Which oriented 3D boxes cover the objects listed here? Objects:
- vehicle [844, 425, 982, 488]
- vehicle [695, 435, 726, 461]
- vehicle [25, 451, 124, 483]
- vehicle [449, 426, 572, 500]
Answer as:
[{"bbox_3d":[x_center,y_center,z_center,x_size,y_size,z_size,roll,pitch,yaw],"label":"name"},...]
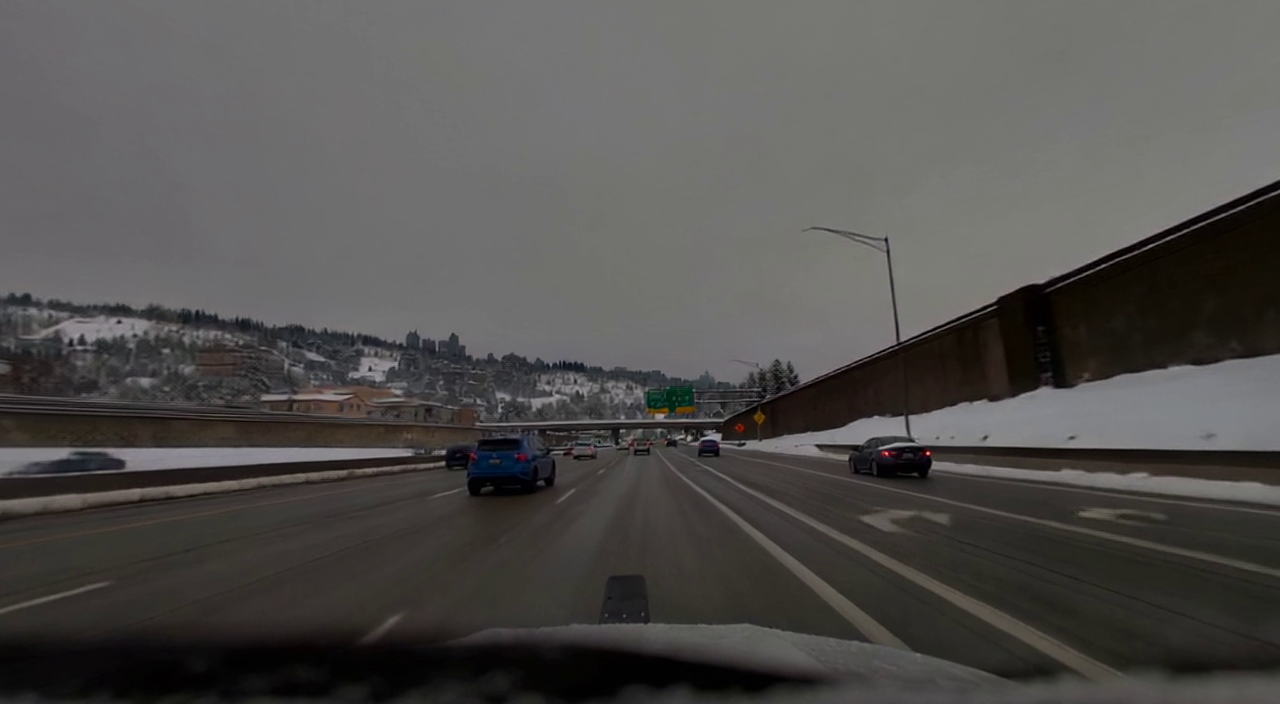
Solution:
[{"bbox_3d":[8.017,3.112,19.083,2.122,1.646,4.491,-1,-8,0],"label":"vehicle"},{"bbox_3d":[5.411,7.419,48.859,2.172,1.824,5.031,-1,-8,4],"label":"vehicle"},{"bbox_3d":[-31.953,6.458,35.789,1.697,1.643,4.128,-1,-8,1],"label":"vehicle"},{"bbox_3d":[-3.348,3.014,17.591,2.210,1.730,5.133,-1,-8,2],"label":"vehicle"}]
